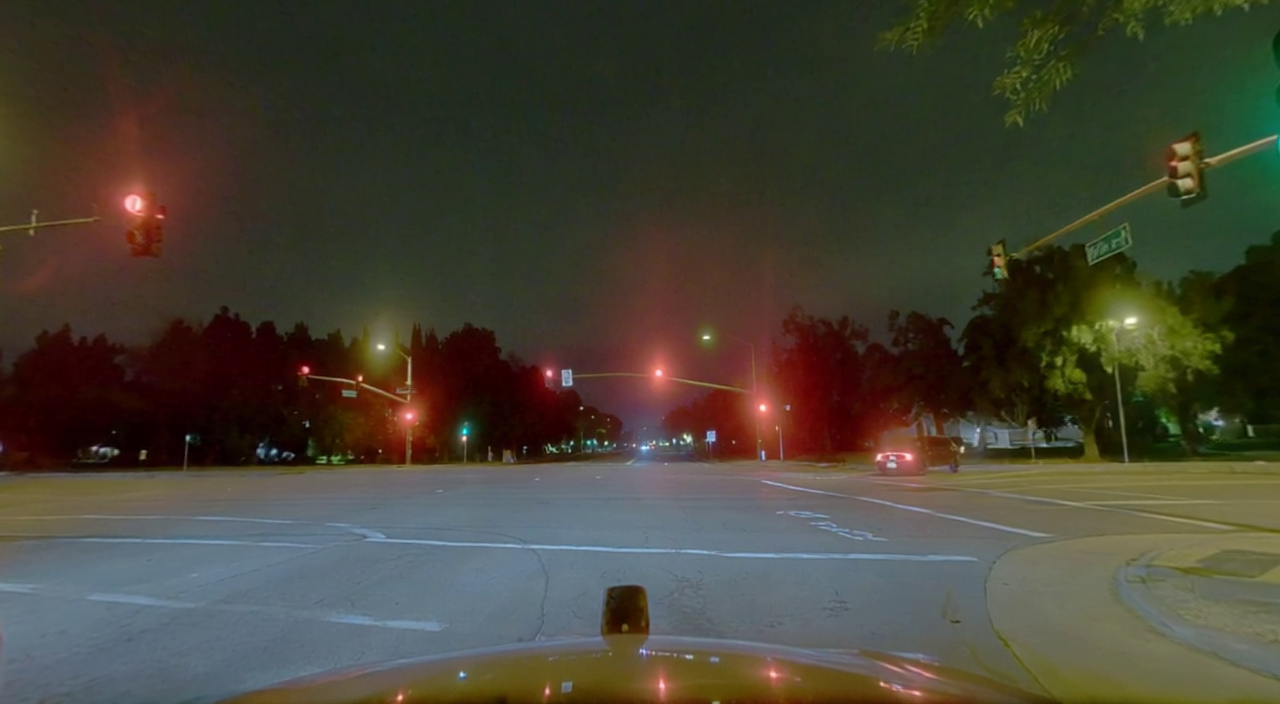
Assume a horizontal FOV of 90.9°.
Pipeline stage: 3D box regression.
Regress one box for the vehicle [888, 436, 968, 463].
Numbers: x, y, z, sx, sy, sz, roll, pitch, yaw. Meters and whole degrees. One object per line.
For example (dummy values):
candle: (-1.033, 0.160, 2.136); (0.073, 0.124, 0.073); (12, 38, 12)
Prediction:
vehicle: (16.159, 5.505, 35.570); (3.952, 1.468, 1.768); (-4, -9, 22)
